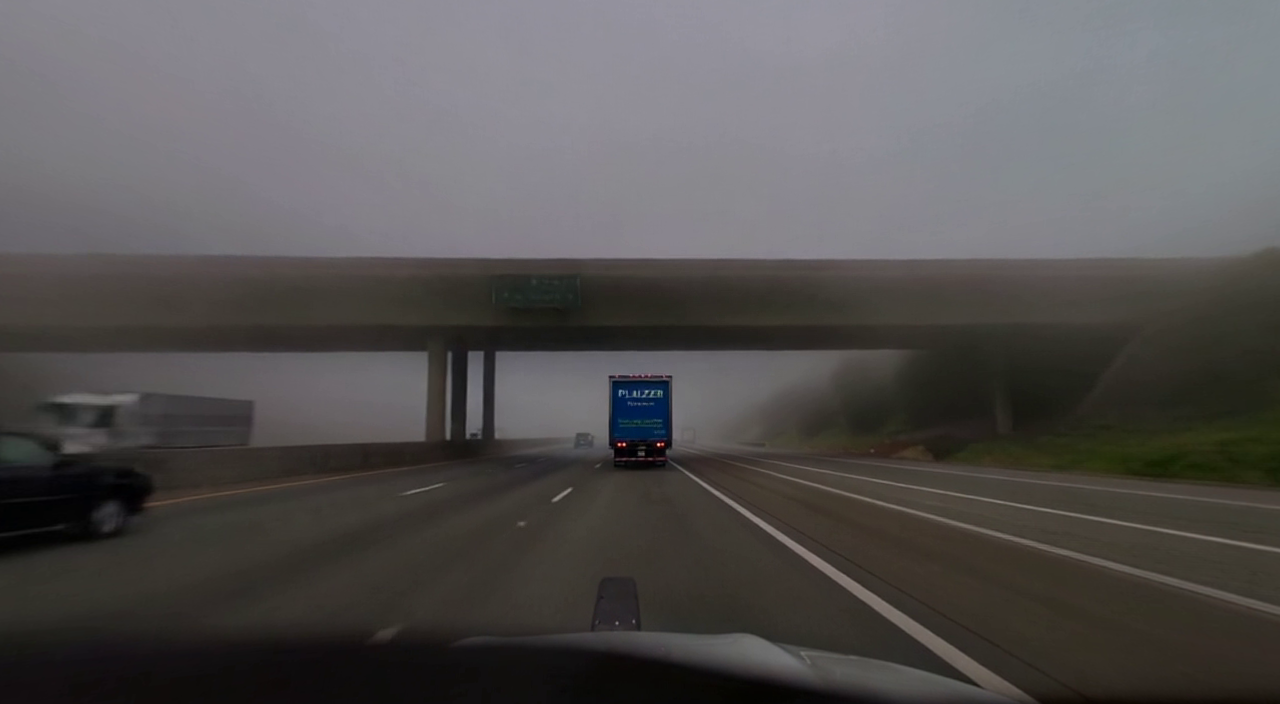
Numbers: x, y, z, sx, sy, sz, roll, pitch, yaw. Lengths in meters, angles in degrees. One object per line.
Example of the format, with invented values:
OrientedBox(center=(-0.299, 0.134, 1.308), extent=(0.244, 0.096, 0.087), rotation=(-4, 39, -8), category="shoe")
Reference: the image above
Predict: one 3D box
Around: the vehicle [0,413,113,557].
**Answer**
OrientedBox(center=(-7.995, 1.369, 6.263), extent=(2.041, 1.566, 3.986), rotation=(0, -8, -1), category="vehicle")

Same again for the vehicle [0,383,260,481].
OrientedBox(center=(-24.747, 4.088, 31.998), extent=(2.858, 3.950, 12.922), rotation=(0, -8, 0), category="vehicle")

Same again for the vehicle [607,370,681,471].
OrientedBox(center=(0.040, 3.479, 30.767), extent=(2.926, 3.959, 11.818), rotation=(0, -8, -1), category="vehicle")
